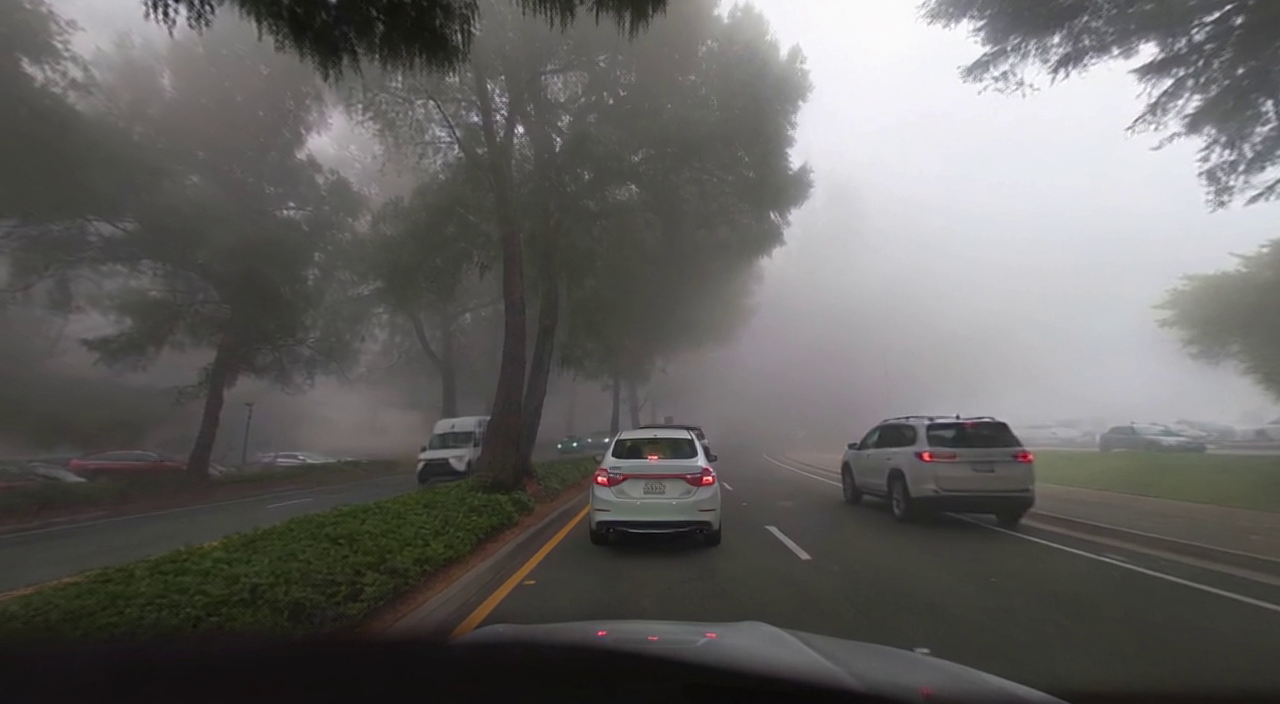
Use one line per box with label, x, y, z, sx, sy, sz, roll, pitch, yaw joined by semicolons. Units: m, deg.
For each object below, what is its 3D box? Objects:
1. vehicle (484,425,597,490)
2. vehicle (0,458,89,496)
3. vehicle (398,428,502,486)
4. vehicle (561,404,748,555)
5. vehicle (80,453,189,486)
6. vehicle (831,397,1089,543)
vehicle;-2.948;3.282;19.971;2.057;1.786;4.725;-2;-8;11
vehicle;-27.315;5.613;28.077;4.272;1.438;1.801;-5;-9;8
vehicle;-6.637;3.734;22.672;2.051;1.843;4.469;-1;-8;4
vehicle;0.204;1.770;9.403;2.154;1.710;4.128;-1;-8;1
vehicle;-26.751;6.189;33.454;4.256;1.633;1.940;-1;-8;7
vehicle;4.946;1.892;10.739;2.059;1.864;4.700;1;-8;2
